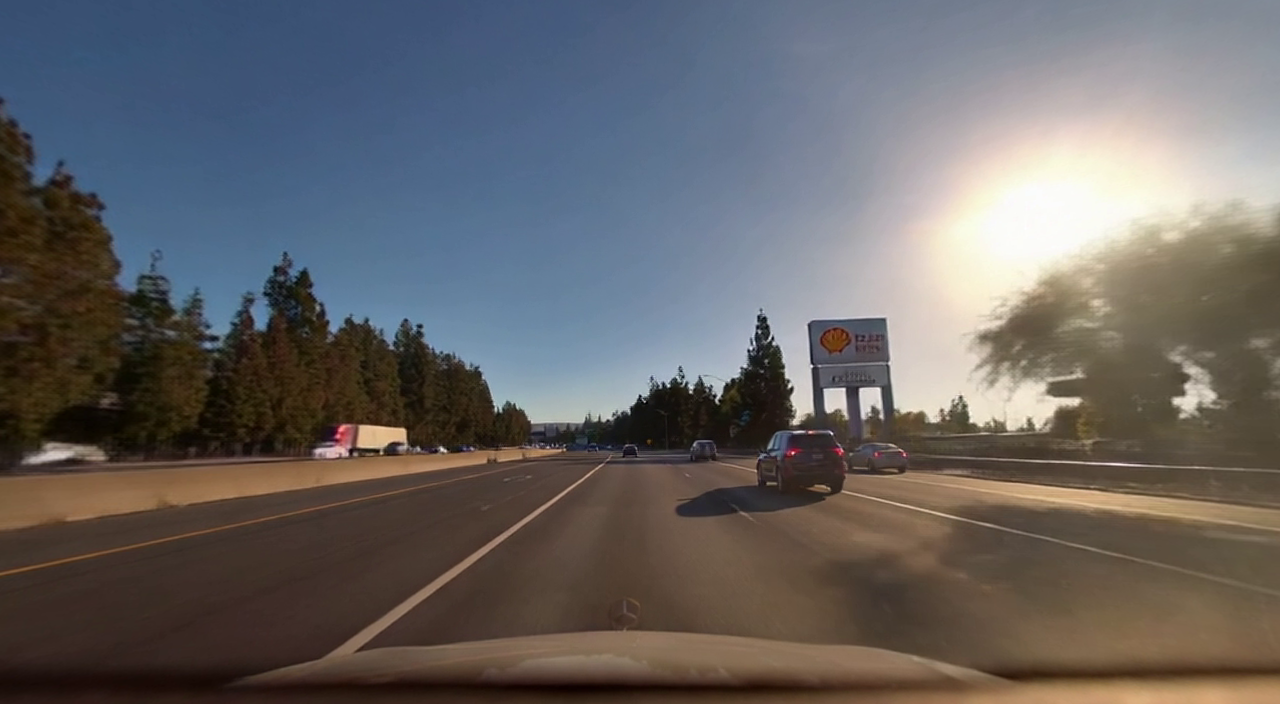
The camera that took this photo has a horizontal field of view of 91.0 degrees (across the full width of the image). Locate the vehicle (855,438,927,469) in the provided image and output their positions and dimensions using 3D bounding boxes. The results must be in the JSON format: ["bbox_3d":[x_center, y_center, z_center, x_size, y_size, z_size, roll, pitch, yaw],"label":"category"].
[{"bbox_3d":[13.960,5.659,35.352,2.072,1.611,4.387,0,-8,-2],"label":"vehicle"}]

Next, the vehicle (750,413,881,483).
[{"bbox_3d":[6.617,3.816,25.242,2.779,2.339,8.073,0,-8,-1],"label":"vehicle"}]

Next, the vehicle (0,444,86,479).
[{"bbox_3d":[-28.469,4.975,28.845,1.817,1.481,4.725,0,-8,-1],"label":"vehicle"}]

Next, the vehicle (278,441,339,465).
[{"bbox_3d":[-25.205,7.692,48.031,2.122,1.705,4.736,0,-8,-1],"label":"vehicle"}]
